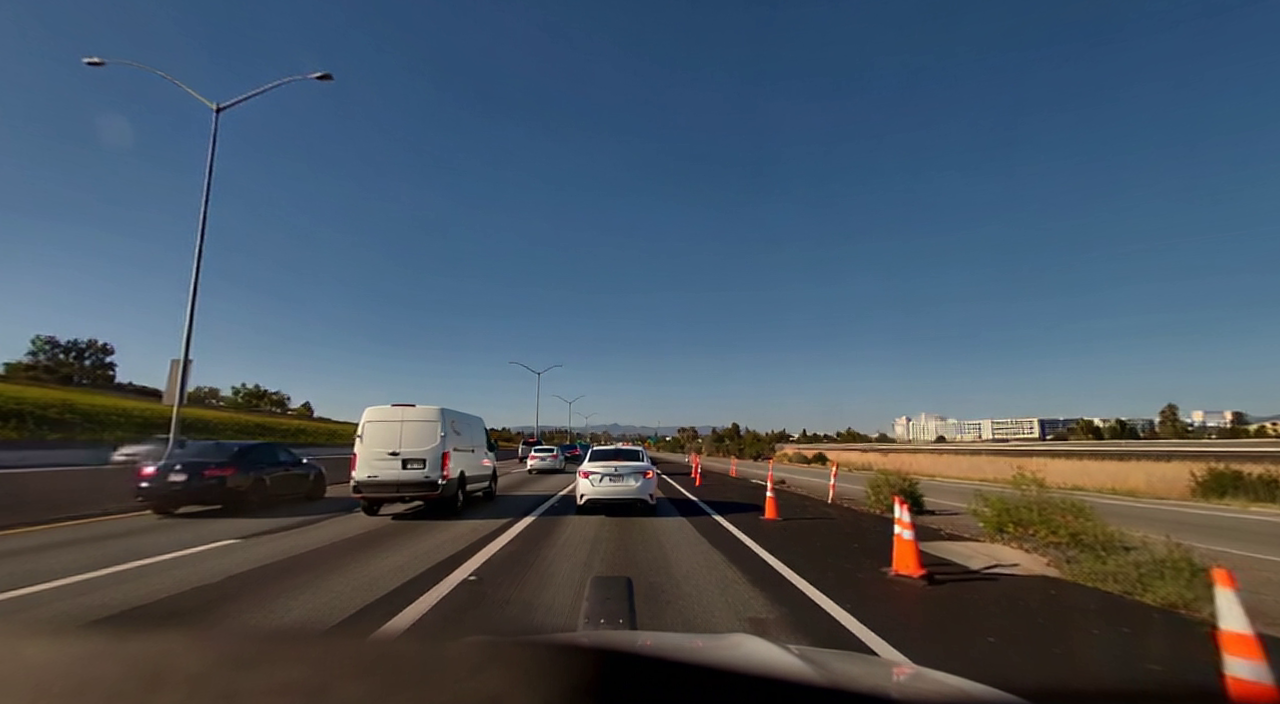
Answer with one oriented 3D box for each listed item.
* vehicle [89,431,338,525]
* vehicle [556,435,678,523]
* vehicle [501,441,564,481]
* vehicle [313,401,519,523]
[{"bbox_3d":[-7.974,2.369,12.462,1.930,1.506,4.279,0,-9,0],"label":"vehicle"},{"bbox_3d":[-0.434,2.466,12.815,2.069,1.484,3.918,0,-8,-1],"label":"vehicle"},{"bbox_3d":[-4.224,4.310,25.341,1.824,1.459,4.007,0,-9,0],"label":"vehicle"},{"bbox_3d":[-4.275,2.262,13.455,2.324,2.012,5.740,0,-9,-1],"label":"vehicle"}]
